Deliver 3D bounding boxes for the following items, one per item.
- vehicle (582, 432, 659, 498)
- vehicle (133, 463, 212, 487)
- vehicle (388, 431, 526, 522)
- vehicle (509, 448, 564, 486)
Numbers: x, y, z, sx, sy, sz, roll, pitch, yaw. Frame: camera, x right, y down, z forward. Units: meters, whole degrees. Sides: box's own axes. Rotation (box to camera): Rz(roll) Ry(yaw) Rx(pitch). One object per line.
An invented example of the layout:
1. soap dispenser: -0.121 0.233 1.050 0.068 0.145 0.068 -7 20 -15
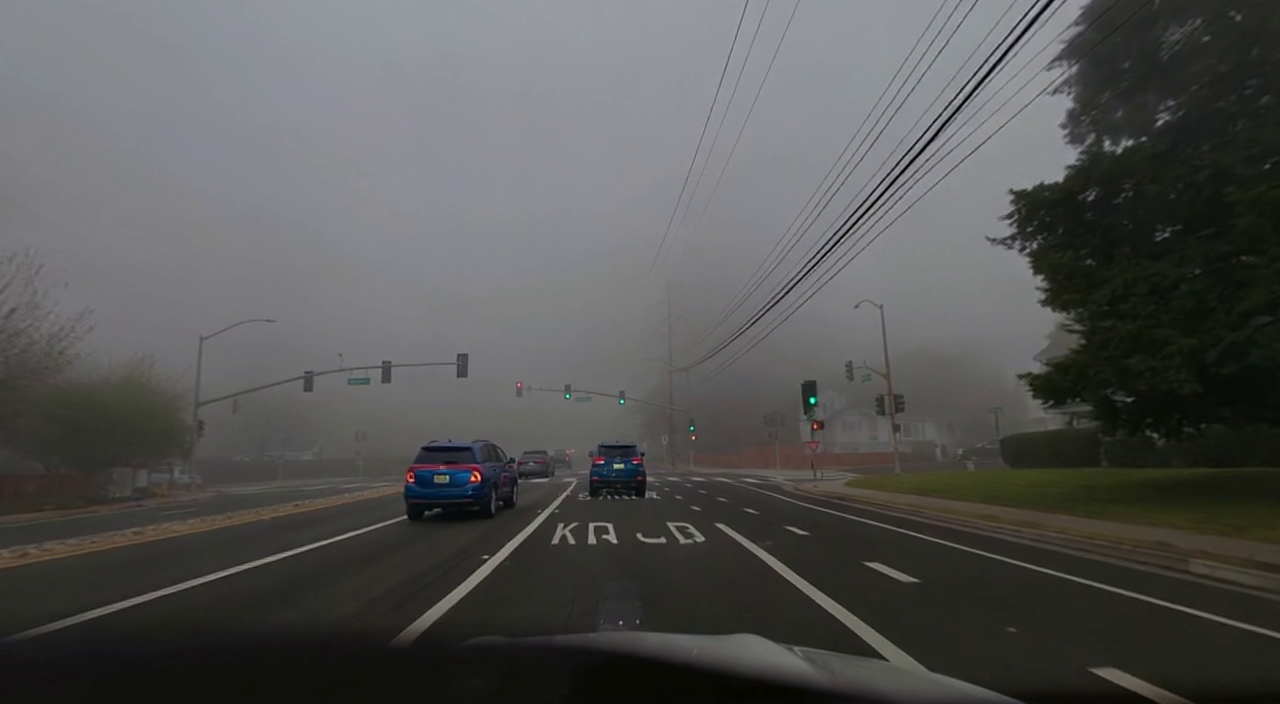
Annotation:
1. vehicle: -0.628 3.500 19.903 2.155 1.836 4.250 0 -9 -2
2. vehicle: -35.713 9.376 48.325 4.533 1.738 2.151 -1 -9 10
3. vehicle: -3.806 2.653 13.966 1.899 1.685 4.121 0 -9 -1
4. vehicle: -4.365 4.889 27.228 1.863 1.449 4.153 1 -9 -3
